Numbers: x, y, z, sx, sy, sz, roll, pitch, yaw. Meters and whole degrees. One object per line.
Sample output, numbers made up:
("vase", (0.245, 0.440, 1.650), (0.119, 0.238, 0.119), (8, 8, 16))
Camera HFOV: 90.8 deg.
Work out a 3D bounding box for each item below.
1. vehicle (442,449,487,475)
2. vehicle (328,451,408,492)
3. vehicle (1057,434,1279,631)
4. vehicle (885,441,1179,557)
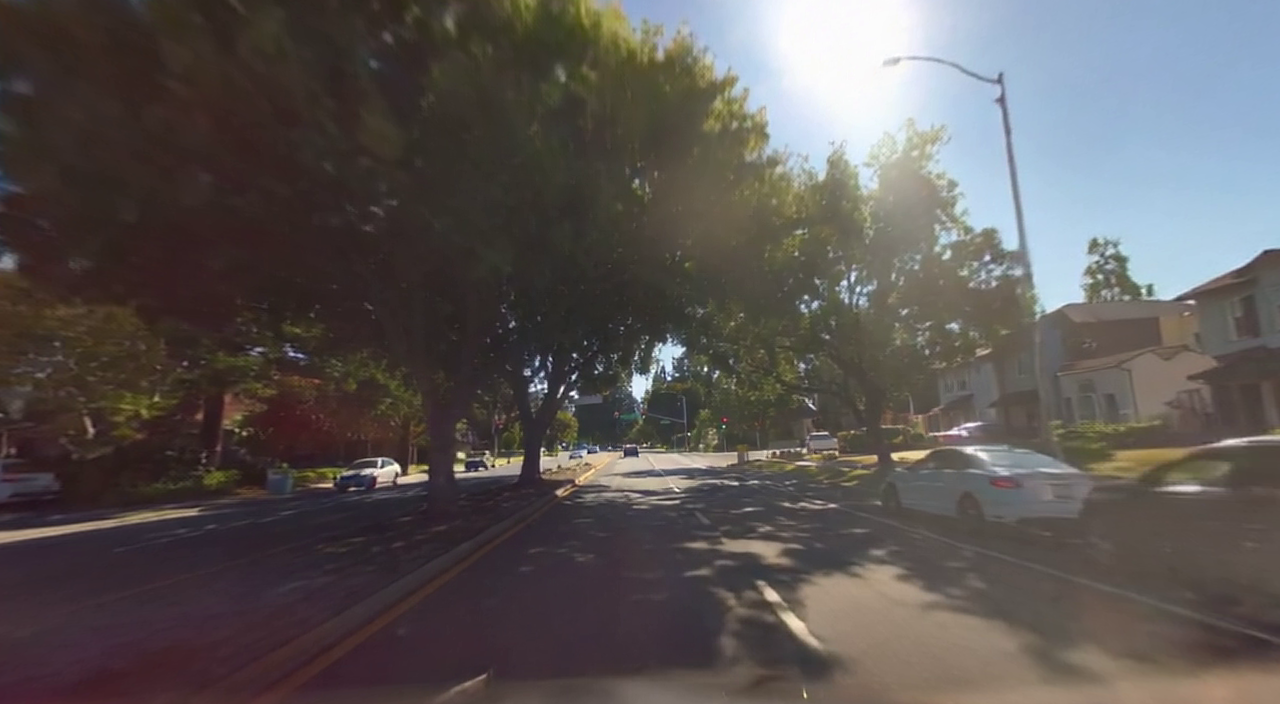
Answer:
("vehicle", (-13.080, 8.199, 47.443), (2.121, 1.791, 4.871), (0, -8, -2))
("vehicle", (-12.964, 5.676, 30.415), (1.916, 1.754, 4.337), (0, -8, -1))
("vehicle", (5.776, 1.410, 5.096), (1.854, 1.474, 4.479), (0, -8, 2))
("vehicle", (5.813, 2.185, 10.205), (1.892, 1.452, 4.327), (0, -8, -1))
